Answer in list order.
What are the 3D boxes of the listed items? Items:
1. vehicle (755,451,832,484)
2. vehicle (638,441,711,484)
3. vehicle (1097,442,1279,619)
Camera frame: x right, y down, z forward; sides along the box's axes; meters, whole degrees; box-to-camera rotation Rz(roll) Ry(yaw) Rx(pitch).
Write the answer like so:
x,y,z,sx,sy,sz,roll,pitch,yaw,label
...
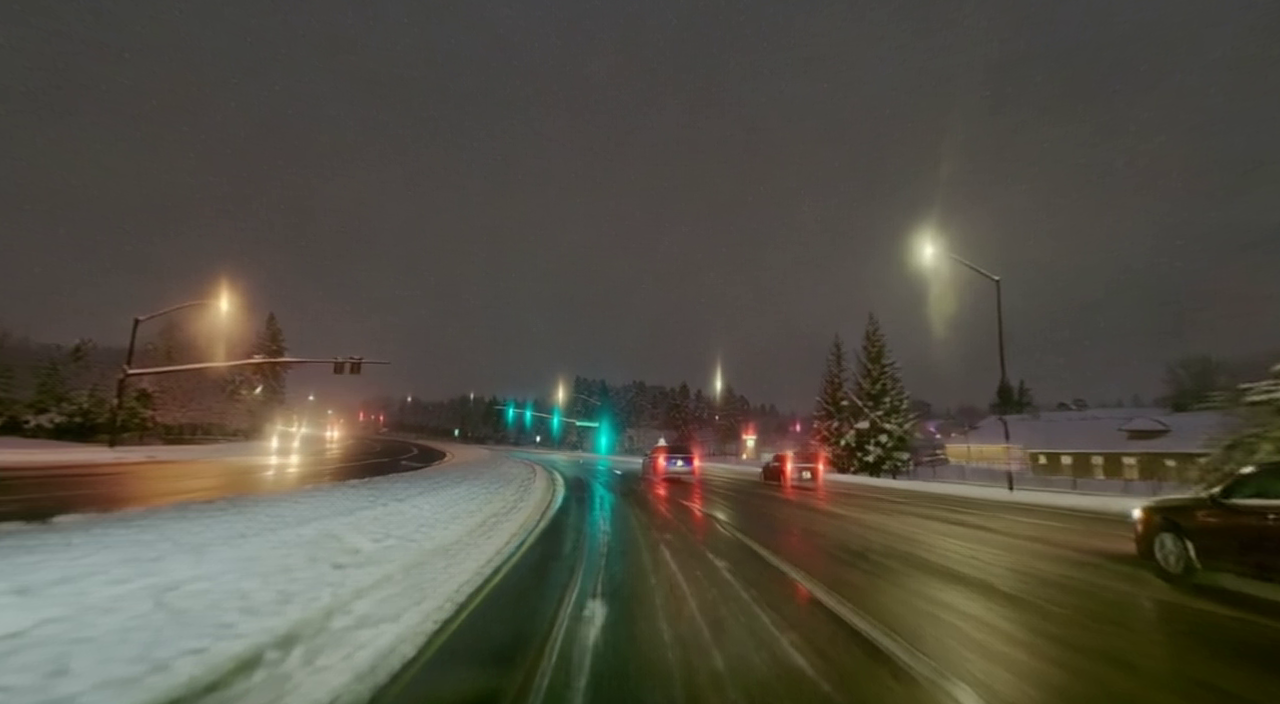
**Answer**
x,y,z,sx,sy,sz,roll,pitch,yaw,label
7.321,5.541,30.639,1.940,1.460,4.652,1,-9,-9,vehicle
1.332,4.589,26.571,2.122,1.646,4.525,1,-9,-9,vehicle
6.360,1.471,5.120,1.882,1.476,4.344,0,-9,-3,vehicle
